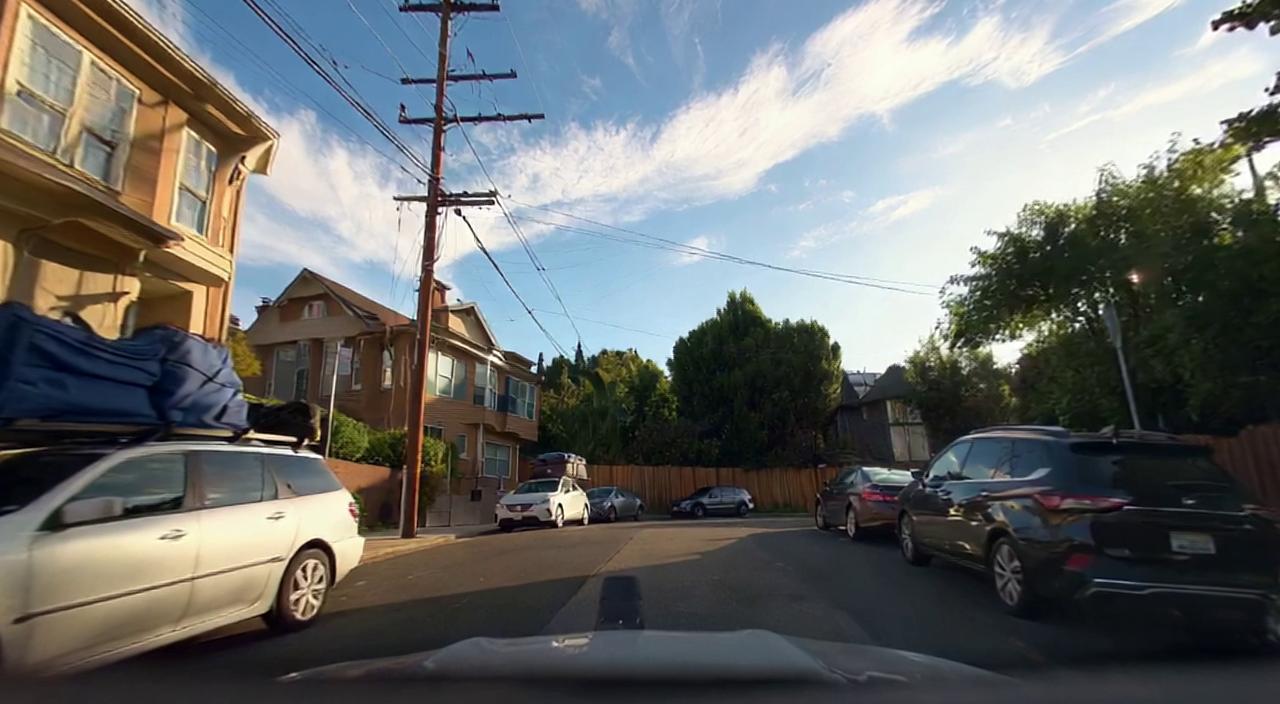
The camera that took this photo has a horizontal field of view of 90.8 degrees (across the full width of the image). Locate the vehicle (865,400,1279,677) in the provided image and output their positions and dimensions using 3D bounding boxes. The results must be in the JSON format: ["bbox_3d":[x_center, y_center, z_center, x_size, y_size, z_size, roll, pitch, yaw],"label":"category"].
[{"bbox_3d":[4.125,1.614,6.775,1.899,1.877,4.668,1,-8,3],"label":"vehicle"}]

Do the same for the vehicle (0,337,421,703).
[{"bbox_3d":[-3.570,0.994,3.739,2.195,1.797,5.890,0,-7,3],"label":"vehicle"}]

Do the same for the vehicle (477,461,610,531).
[{"bbox_3d":[-2.559,4.090,18.415,2.247,1.702,5.043,-2,-11,10],"label":"vehicle"}]

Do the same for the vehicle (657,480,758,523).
[{"bbox_3d":[3.098,6.742,28.776,4.217,1.547,2.082,6,-10,-33],"label":"vehicle"}]
